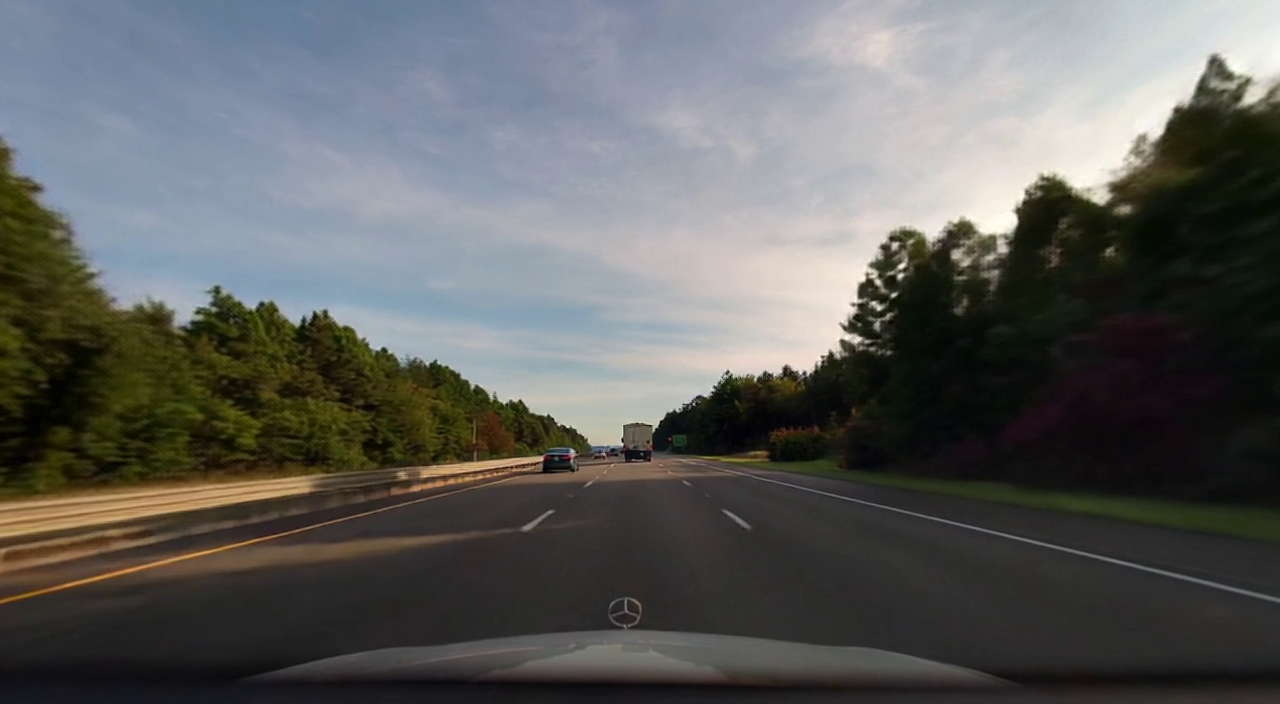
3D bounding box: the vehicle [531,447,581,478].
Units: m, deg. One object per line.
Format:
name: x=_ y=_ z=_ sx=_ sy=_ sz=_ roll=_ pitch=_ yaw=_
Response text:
vehicle: x=-4.265 y=5.663 z=32.589 sx=1.916 sy=1.506 sz=4.476 roll=0 pitch=-9 yaw=1
